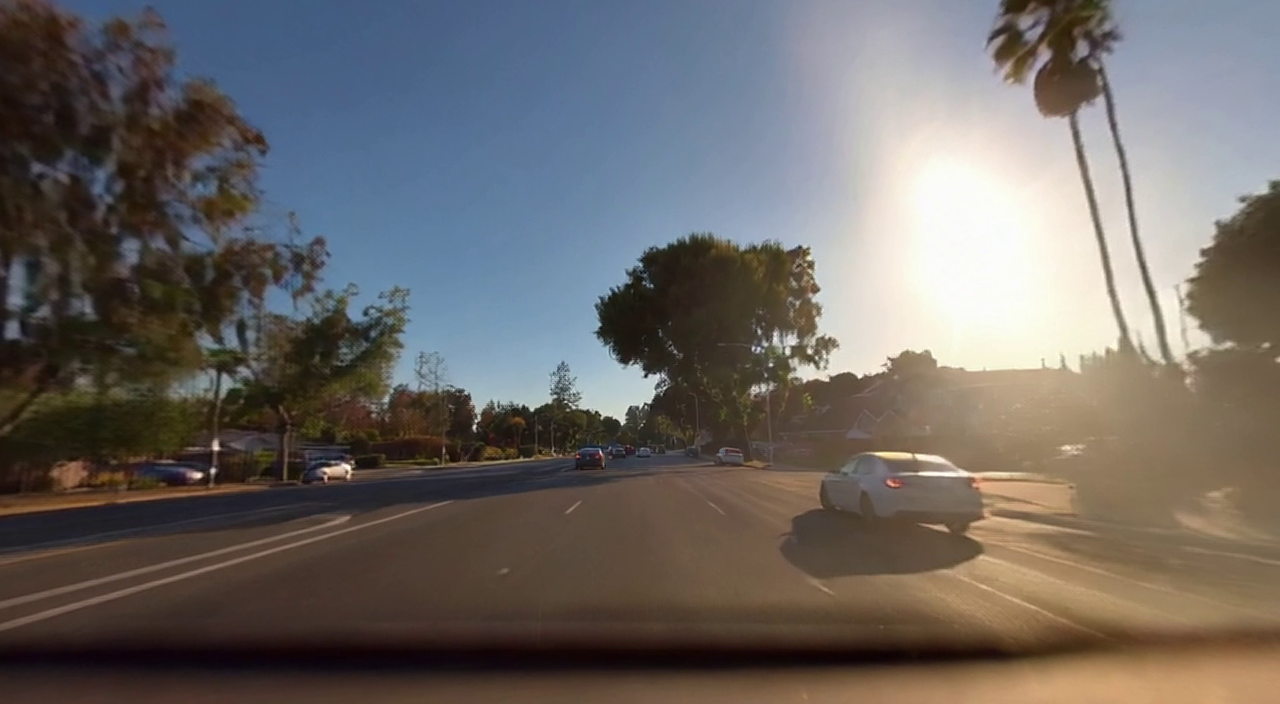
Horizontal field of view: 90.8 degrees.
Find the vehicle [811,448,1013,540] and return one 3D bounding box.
[{"bbox_3d":[4.959,2.623,12.468,2.149,1.421,4.805,-1,-9,4],"label":"vehicle"}]

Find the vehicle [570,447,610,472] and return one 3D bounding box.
[{"bbox_3d":[-3.245,7.080,41.945,2.263,1.548,4.555,0,-9,0],"label":"vehicle"}]

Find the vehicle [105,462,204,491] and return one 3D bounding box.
[{"bbox_3d":[-28.232,7.214,36.837,4.113,1.535,1.952,1,-8,-1],"label":"vehicle"}]

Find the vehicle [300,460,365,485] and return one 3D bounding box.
[{"bbox_3d":[-21.099,8.263,43.575,2.003,1.555,4.921,-1,-10,0],"label":"vehicle"}]

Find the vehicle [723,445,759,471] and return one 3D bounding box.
[{"bbox_3d":[7.897,8.393,49.828,2.006,1.758,4.311,4,-10,0],"label":"vehicle"}]
